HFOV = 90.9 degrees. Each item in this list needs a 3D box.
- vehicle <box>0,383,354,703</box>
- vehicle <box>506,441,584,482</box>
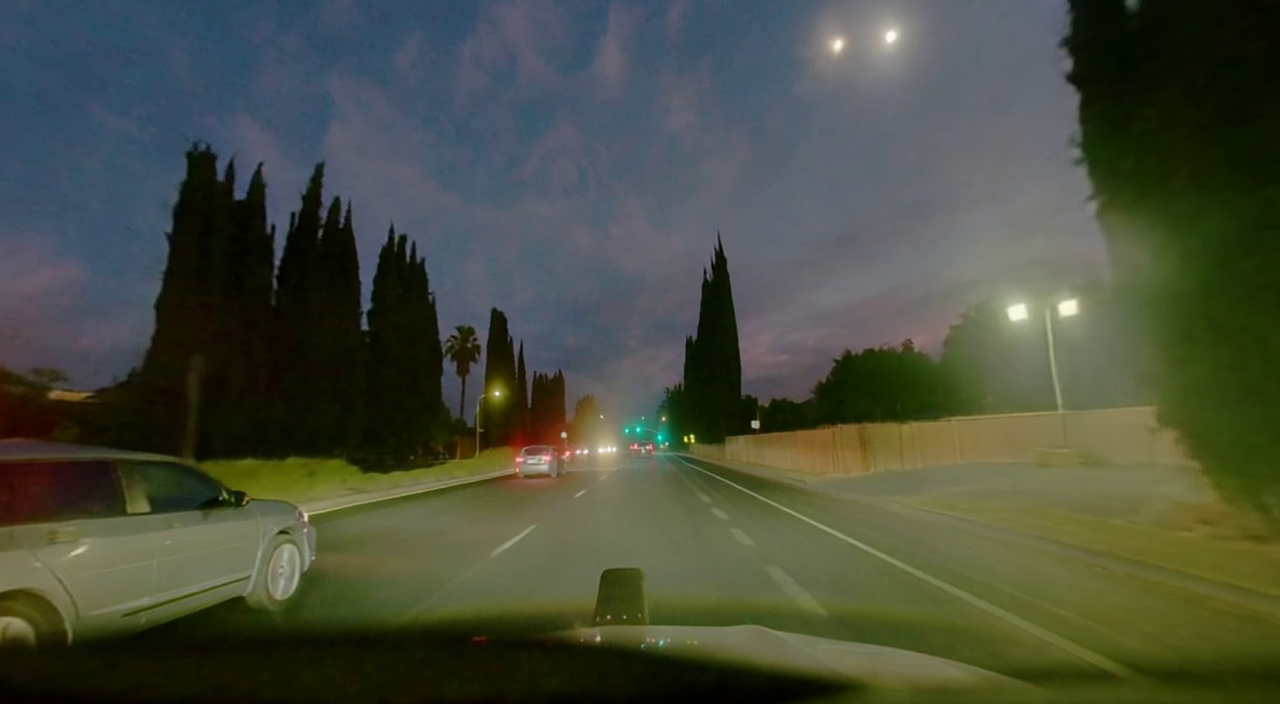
[{"bbox_3d":[-4.132,1.085,4.018,2.190,1.545,4.943,0,-9,1],"label":"vehicle"},{"bbox_3d":[-3.671,4.345,25.335,2.188,1.473,4.651,-1,-9,3],"label":"vehicle"}]
